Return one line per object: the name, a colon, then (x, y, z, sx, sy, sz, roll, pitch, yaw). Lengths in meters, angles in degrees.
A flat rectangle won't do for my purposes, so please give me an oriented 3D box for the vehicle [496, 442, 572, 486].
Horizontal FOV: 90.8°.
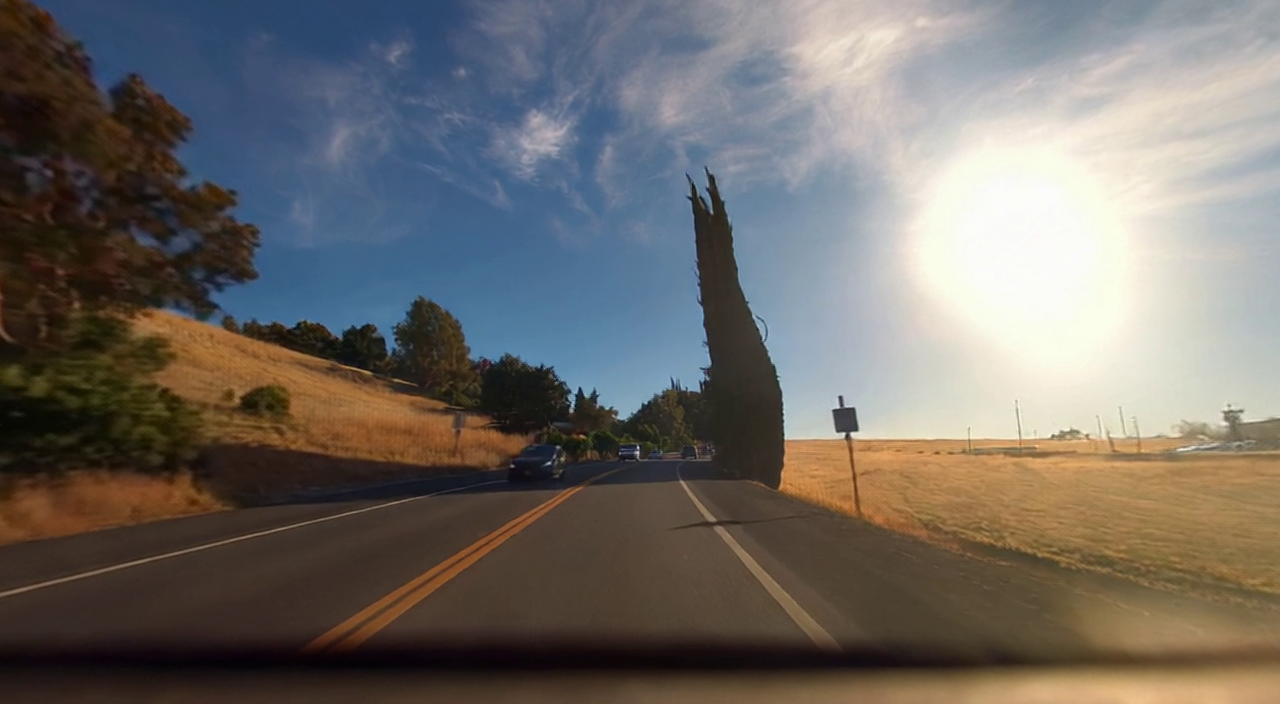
vehicle: (-4.026, 4.334, 24.817, 2.049, 1.566, 4.387, -1, -8, 3)
